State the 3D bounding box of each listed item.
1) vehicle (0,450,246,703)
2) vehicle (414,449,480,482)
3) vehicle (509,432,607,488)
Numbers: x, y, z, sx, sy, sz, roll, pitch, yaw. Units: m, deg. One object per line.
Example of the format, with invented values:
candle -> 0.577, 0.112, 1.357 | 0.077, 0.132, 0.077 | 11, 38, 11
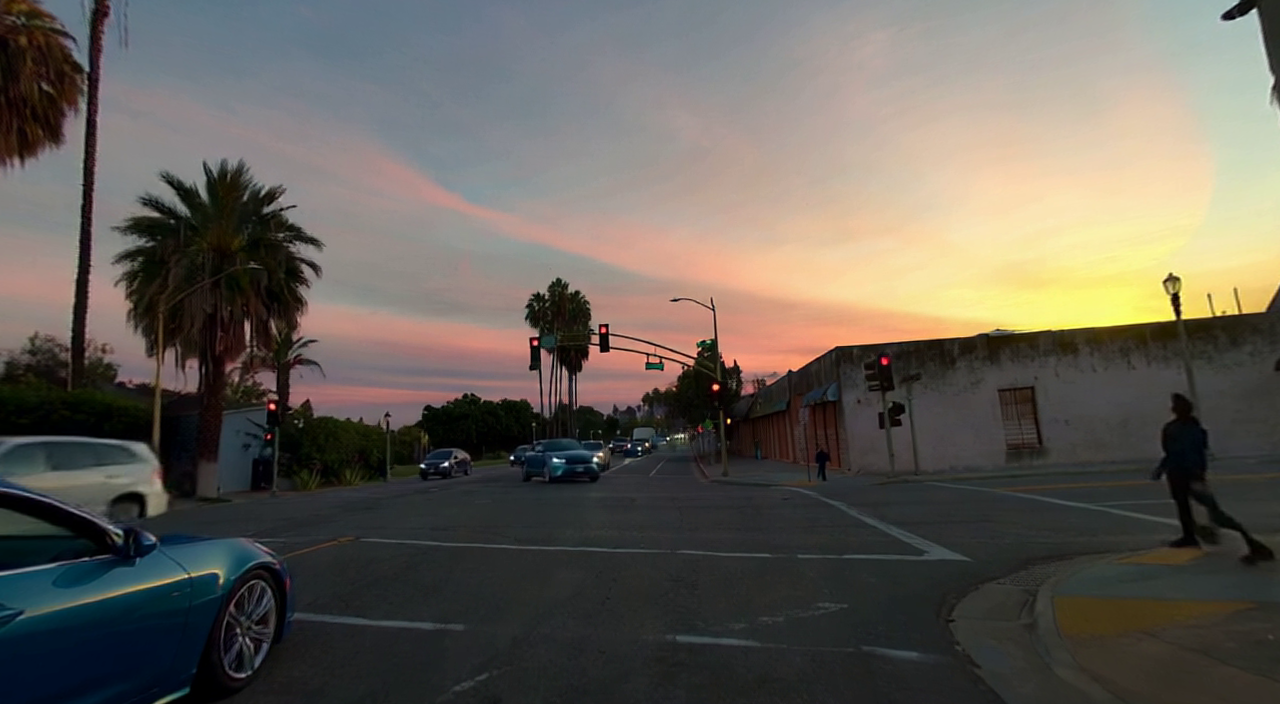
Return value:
vehicle -> -3.704, 1.023, 2.243 | 1.850, 1.325, 4.295 | 0, -9, 0
vehicle -> -11.688, 6.861, 38.521 | 1.870, 1.705, 4.426 | -7, -10, 11
vehicle -> -3.014, 3.753, 22.248 | 2.092, 1.709, 4.775 | 4, -9, -24
